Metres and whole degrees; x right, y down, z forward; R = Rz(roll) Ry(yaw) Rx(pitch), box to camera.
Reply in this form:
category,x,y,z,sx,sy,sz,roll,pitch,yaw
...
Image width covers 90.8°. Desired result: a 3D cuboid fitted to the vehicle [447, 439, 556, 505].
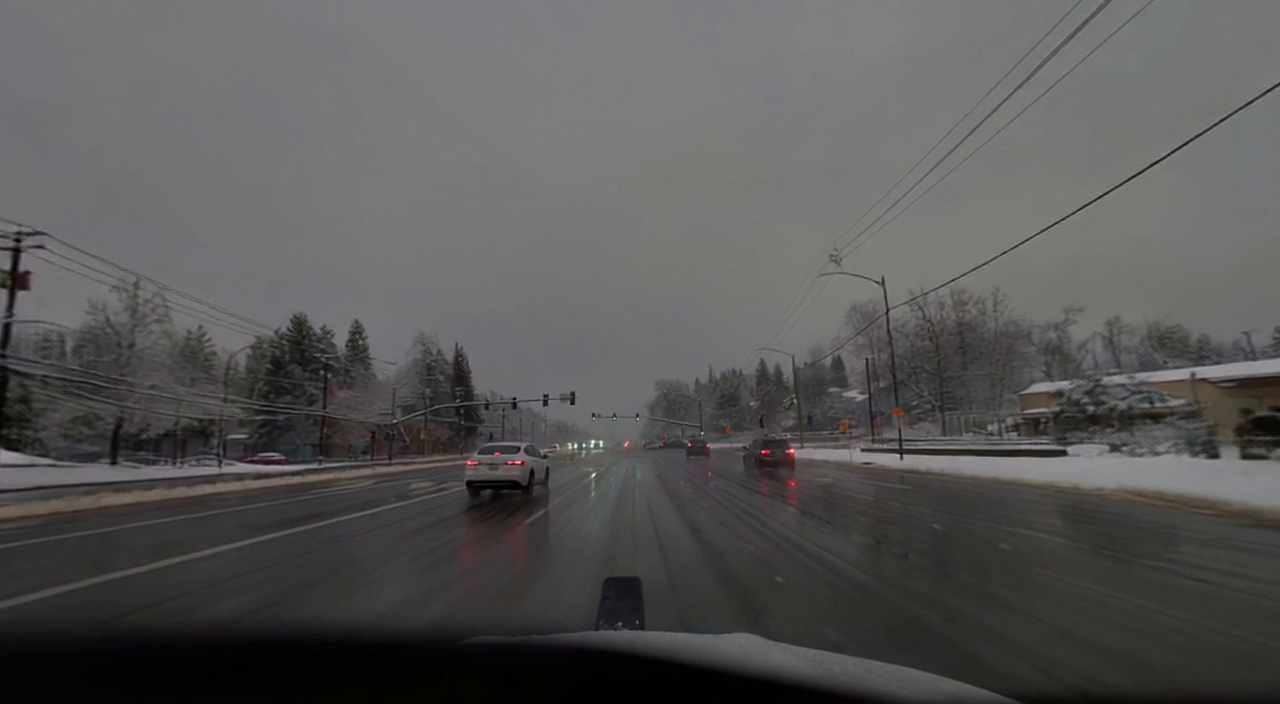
category,x,y,z,sx,sy,sz,roll,pitch,yaw
vehicle,-3.391,3.013,16.357,1.837,1.463,4.311,0,-8,0

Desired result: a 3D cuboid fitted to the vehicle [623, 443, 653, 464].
category,x,y,z,sx,sy,sz,roll,pitch,yaw
vehicle,-0.161,7.272,45.496,2.098,1.431,3.958,0,-8,-1

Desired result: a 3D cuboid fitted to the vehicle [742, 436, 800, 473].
category,x,y,z,sx,sy,sz,roll,pitch,yaw
vehicle,6.538,5.156,32.032,1.945,1.706,4.190,0,-8,-2
